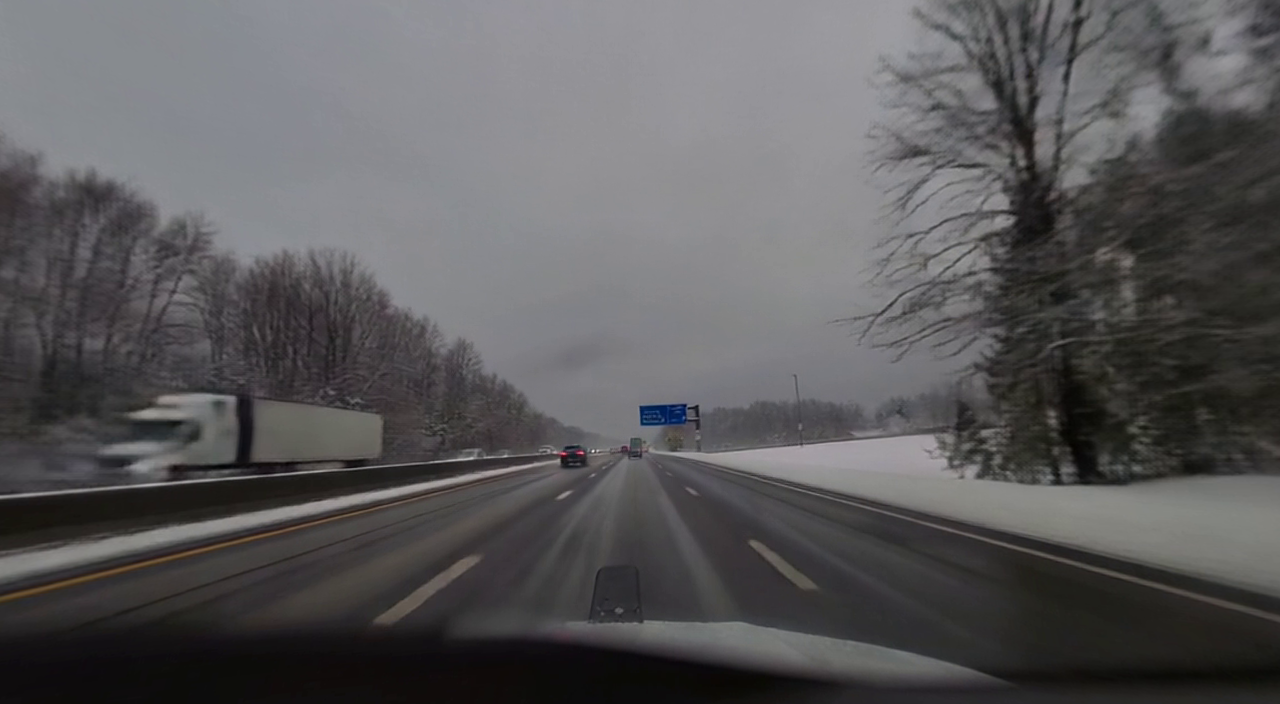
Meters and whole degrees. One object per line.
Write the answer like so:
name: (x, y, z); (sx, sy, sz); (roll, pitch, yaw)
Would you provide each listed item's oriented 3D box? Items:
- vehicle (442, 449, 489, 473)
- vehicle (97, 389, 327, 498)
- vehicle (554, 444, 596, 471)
vehicle: (-11.421, 7.140, 41.181); (1.859, 1.504, 4.035); (0, -9, 1)
vehicle: (-18.557, 4.215, 28.634); (2.987, 4.035, 10.612); (0, -9, 0)
vehicle: (-4.040, 6.649, 39.788); (2.153, 1.577, 4.707); (0, -9, 0)
